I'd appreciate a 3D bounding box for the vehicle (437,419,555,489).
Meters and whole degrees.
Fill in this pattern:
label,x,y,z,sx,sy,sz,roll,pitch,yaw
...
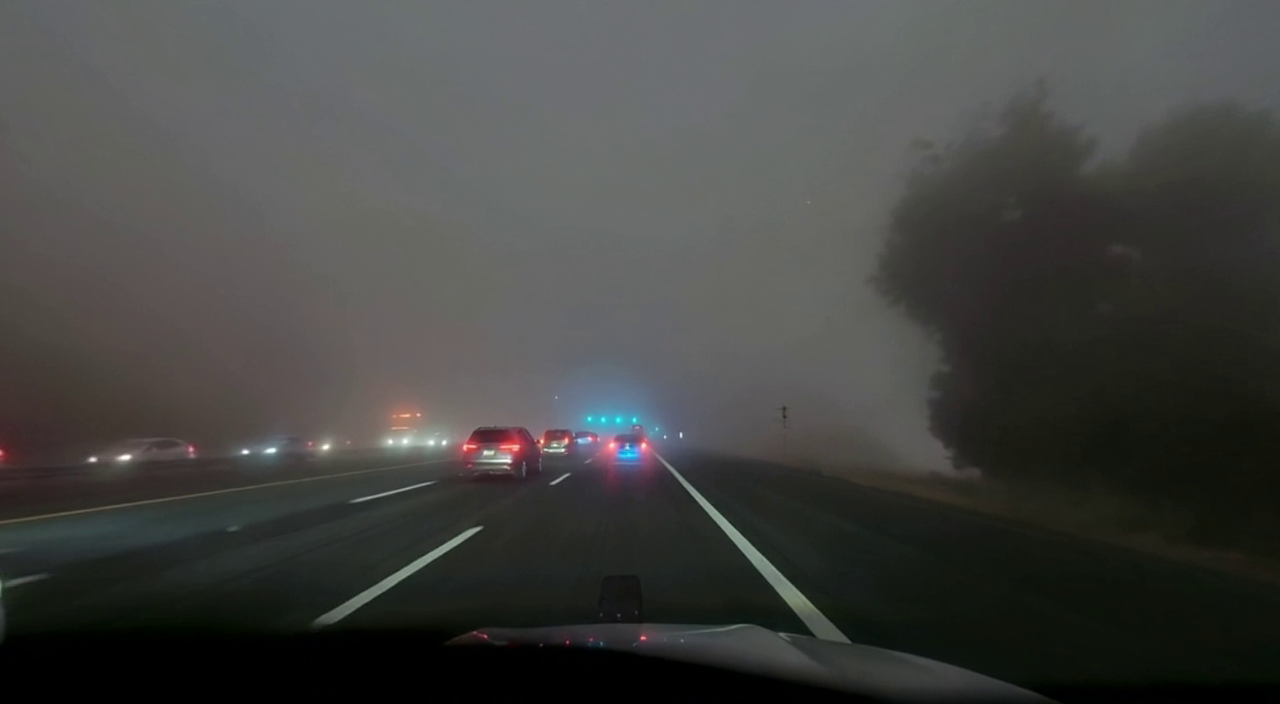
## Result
label,x,y,z,sx,sy,sz,roll,pitch,yaw
vehicle,-3.839,2.813,17.717,2.154,1.690,4.595,0,-8,1

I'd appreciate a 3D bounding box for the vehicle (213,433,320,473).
label,x,y,z,sx,sy,sz,roll,pitch,yaw
vehicle,-15.512,4.201,26.392,1.982,1.516,4.137,0,-8,0

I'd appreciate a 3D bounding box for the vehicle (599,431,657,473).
label,x,y,z,sx,sy,sz,roll,pitch,yaw
vehicle,-0.444,3.841,24.441,2.070,1.452,3.834,0,-8,0

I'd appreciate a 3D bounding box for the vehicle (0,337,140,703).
label,x,y,z,sx,sy,sz,roll,pitch,yaw
vehicle,-3.788,0.600,1.207,2.107,1.703,4.274,0,-8,0

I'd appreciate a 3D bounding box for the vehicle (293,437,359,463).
label,x,y,z,sx,sy,sz,roll,pitch,yaw
vehicle,-19.721,6.166,39.731,1.851,1.499,4.500,0,-8,0
